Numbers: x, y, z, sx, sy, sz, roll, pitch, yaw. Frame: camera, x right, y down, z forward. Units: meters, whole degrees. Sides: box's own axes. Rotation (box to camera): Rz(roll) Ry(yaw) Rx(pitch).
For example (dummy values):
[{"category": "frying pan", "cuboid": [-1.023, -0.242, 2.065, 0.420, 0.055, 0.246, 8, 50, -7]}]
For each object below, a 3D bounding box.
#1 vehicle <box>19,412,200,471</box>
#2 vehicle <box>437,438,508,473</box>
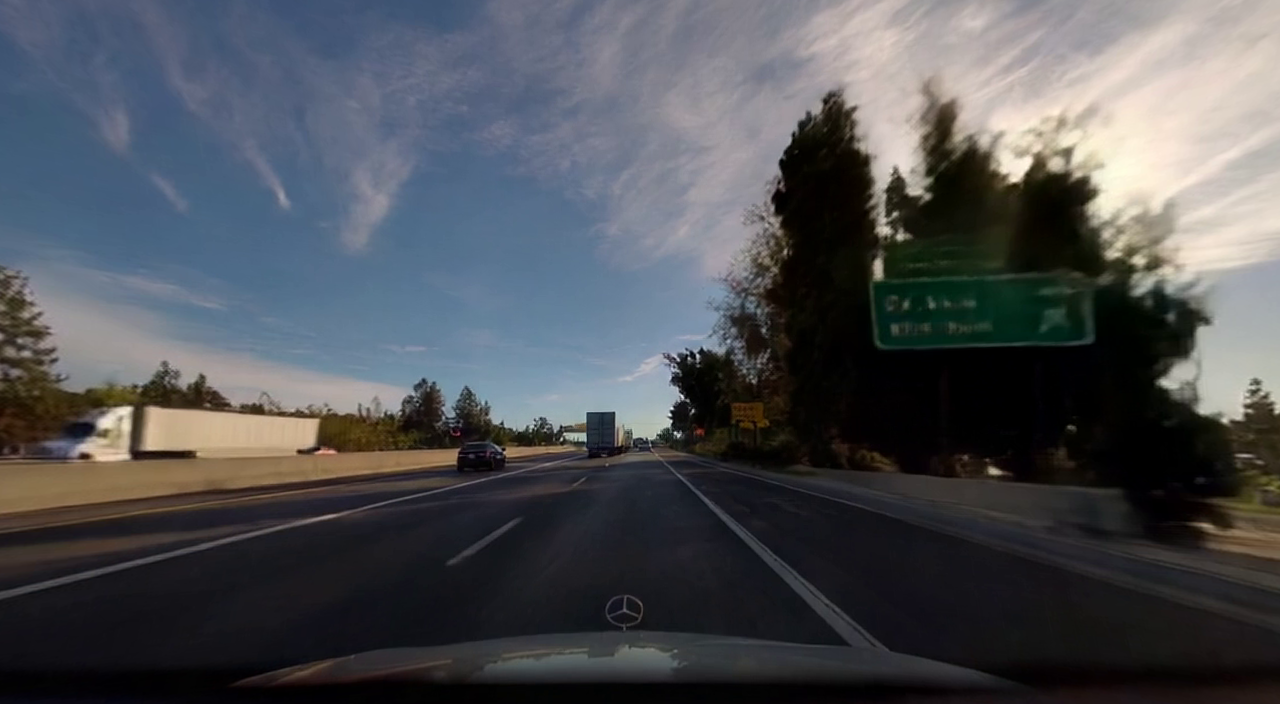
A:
[{"category": "vehicle", "cuboid": [-32.599, 5.621, 39.381, 2.885, 3.192, 9.464, 0, -8, 1]}, {"category": "vehicle", "cuboid": [-7.640, 4.745, 29.128, 1.901, 1.467, 4.629, 0, -8, 1]}]
